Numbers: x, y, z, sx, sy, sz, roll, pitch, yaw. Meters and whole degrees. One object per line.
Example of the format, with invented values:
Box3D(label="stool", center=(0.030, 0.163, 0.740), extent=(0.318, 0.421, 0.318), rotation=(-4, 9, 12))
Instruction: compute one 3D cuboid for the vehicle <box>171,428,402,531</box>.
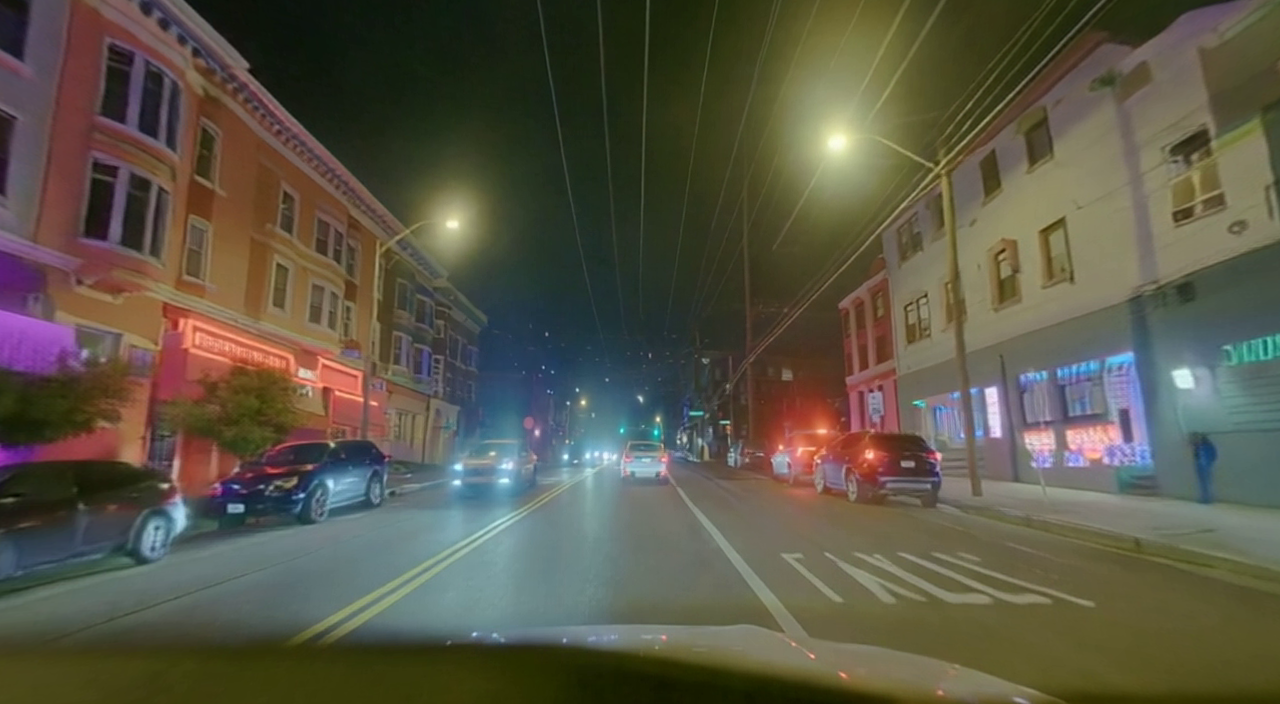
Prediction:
Box3D(label="vehicle", center=(-7.397, 2.666, 14.126), extent=(2.095, 1.847, 5.290), rotation=(0, -8, 0))

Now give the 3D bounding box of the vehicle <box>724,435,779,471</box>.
Box3D(label="vehicle", center=(6.437, 5.896, 37.136), extent=(2.197, 1.917, 5.637), rotation=(0, -8, 0))

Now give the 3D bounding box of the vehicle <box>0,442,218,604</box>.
Box3D(label="vehicle", center=(-7.310, 1.854, 7.359), extent=(1.928, 1.552, 4.234), rotation=(0, -8, -2))

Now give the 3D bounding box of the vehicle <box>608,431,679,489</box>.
Box3D(label="vehicle", center=(0.121, 3.333, 19.737), extent=(1.980, 1.635, 3.795), rotation=(0, -8, 1))

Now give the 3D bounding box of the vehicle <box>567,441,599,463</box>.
Box3D(label="vehicle", center=(-4.099, 7.279, 45.986), extent=(1.968, 1.524, 4.304), rotation=(0, -8, 0))

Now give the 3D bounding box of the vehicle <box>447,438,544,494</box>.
Box3D(label="vehicle", center=(-4.273, 3.434, 19.457), extent=(1.944, 1.515, 4.428), rotation=(0, -8, 0))

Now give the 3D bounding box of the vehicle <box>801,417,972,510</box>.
Box3D(label="vehicle", center=(6.271, 2.939, 17.116), extent=(2.203, 2.052, 5.975), rotation=(0, -8, 0))
